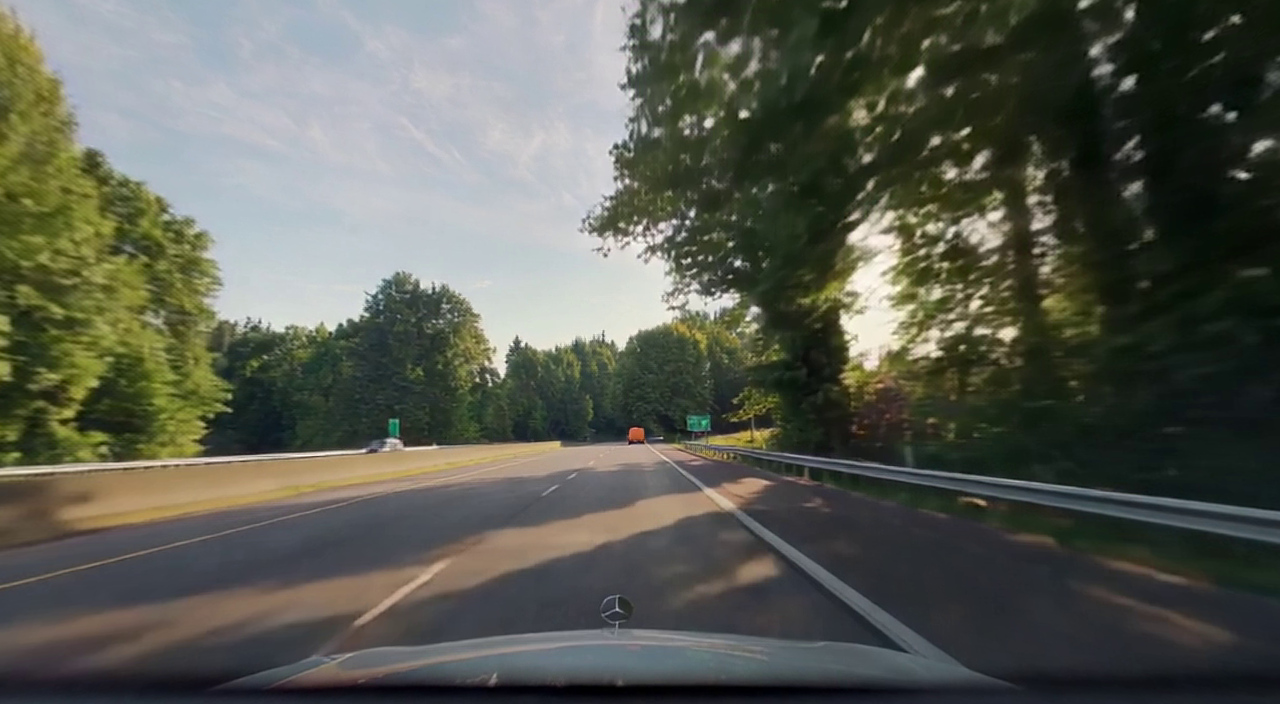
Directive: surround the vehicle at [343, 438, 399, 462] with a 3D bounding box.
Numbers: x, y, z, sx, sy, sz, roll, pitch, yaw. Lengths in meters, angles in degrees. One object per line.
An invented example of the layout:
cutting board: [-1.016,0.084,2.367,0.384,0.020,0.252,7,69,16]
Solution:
vehicle: [-17.662,6.414,41.553,1.904,1.469,4.186,0,-8,-1]
